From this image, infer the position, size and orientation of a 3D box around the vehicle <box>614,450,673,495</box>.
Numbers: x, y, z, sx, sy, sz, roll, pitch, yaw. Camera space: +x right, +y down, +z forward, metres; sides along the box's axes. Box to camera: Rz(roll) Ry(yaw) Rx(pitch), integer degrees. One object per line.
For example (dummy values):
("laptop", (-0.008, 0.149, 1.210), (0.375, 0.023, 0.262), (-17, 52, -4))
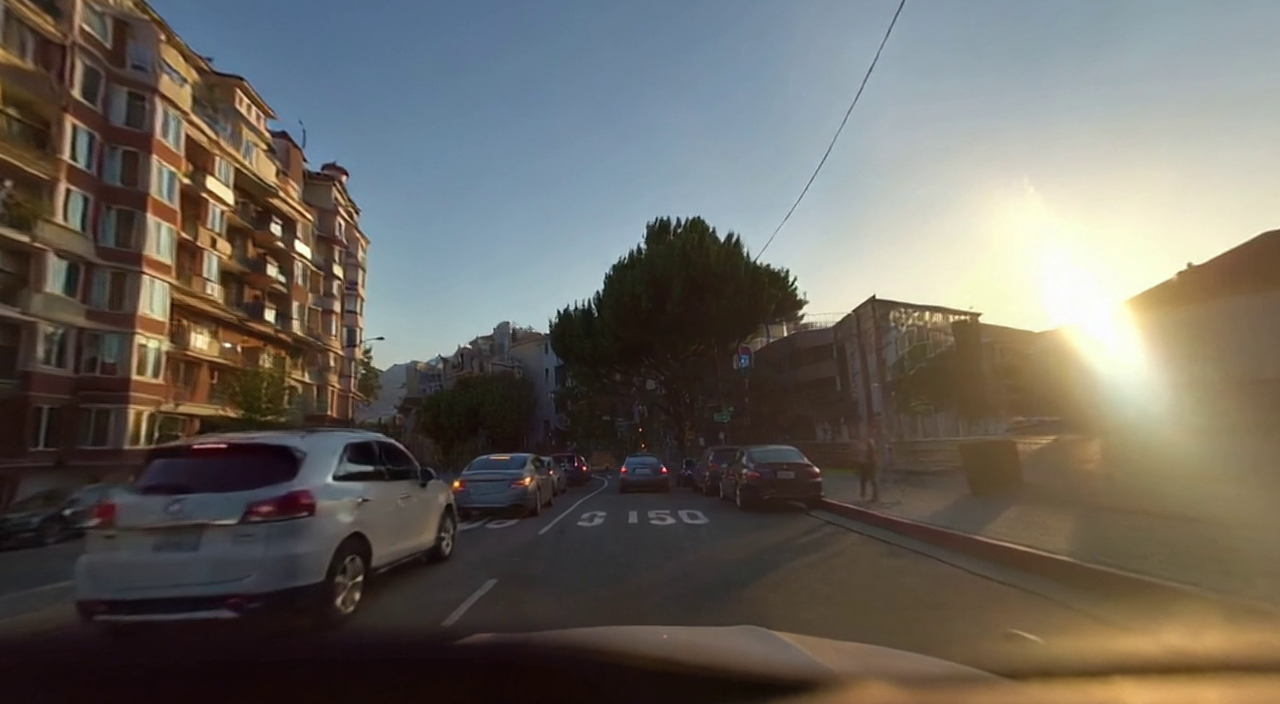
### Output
("vehicle", (0.074, 4.459, 23.655), (2.026, 1.496, 3.701), (0, -8, -1))

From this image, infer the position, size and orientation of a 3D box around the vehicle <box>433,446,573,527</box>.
("vehicle", (-2.812, 2.856, 14.124), (2.109, 1.477, 4.509), (0, -8, 0))

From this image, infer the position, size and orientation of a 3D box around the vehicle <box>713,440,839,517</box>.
("vehicle", (2.928, 2.815, 14.660), (1.933, 1.501, 4.349), (0, -8, 0))

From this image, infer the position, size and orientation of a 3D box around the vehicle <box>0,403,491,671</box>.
("vehicle", (-3.052, 1.505, 6.302), (2.065, 1.705, 4.353), (0, -8, 0))
